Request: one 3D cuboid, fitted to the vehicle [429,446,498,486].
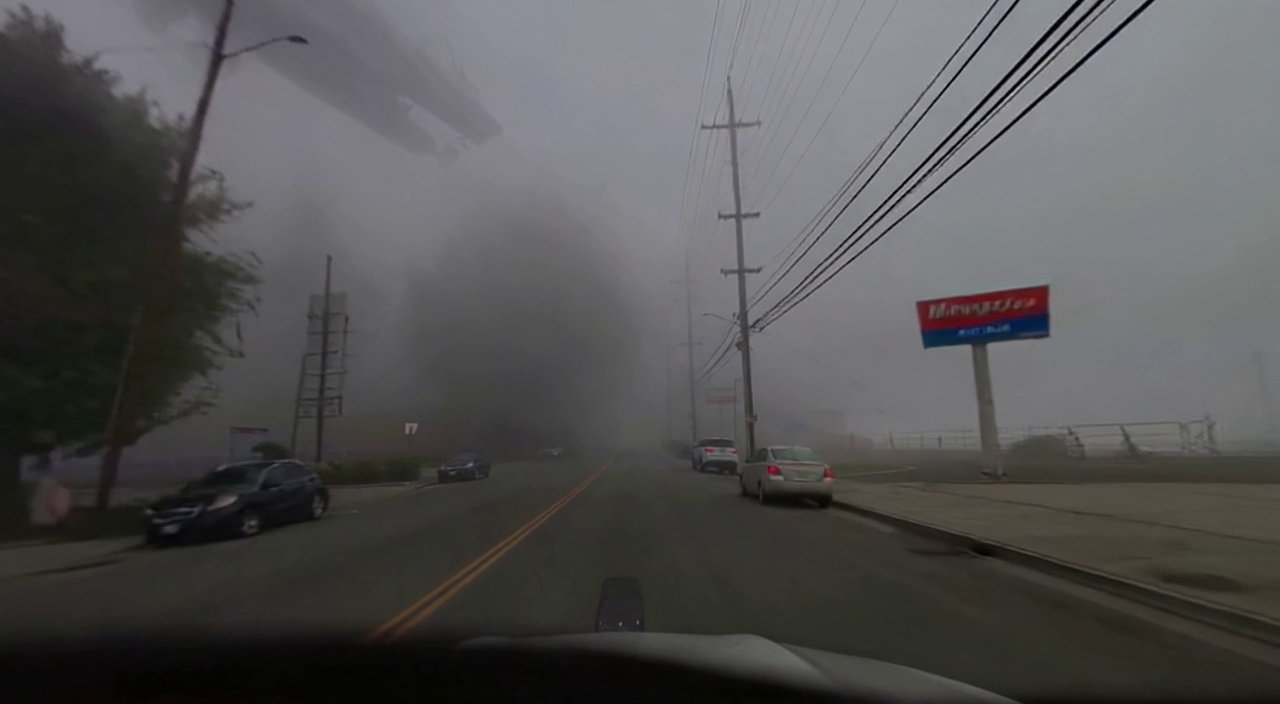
[{"bbox_3d":[-7.875,5.074,28.521,1.872,1.455,4.350,-3,-8,-1],"label":"vehicle"}]

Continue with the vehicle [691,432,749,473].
[{"bbox_3d":[3.923,5.040,31.795,2.080,1.893,4.699,0,-8,-3],"label":"vehicle"}]

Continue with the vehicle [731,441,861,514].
[{"bbox_3d":[3.610,2.978,15.640,1.990,1.521,4.693,0,-8,0],"label":"vehicle"}]

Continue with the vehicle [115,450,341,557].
[{"bbox_3d":[-7.782,2.824,12.514,1.787,1.543,4.052,-3,-7,0],"label":"vehicle"}]
